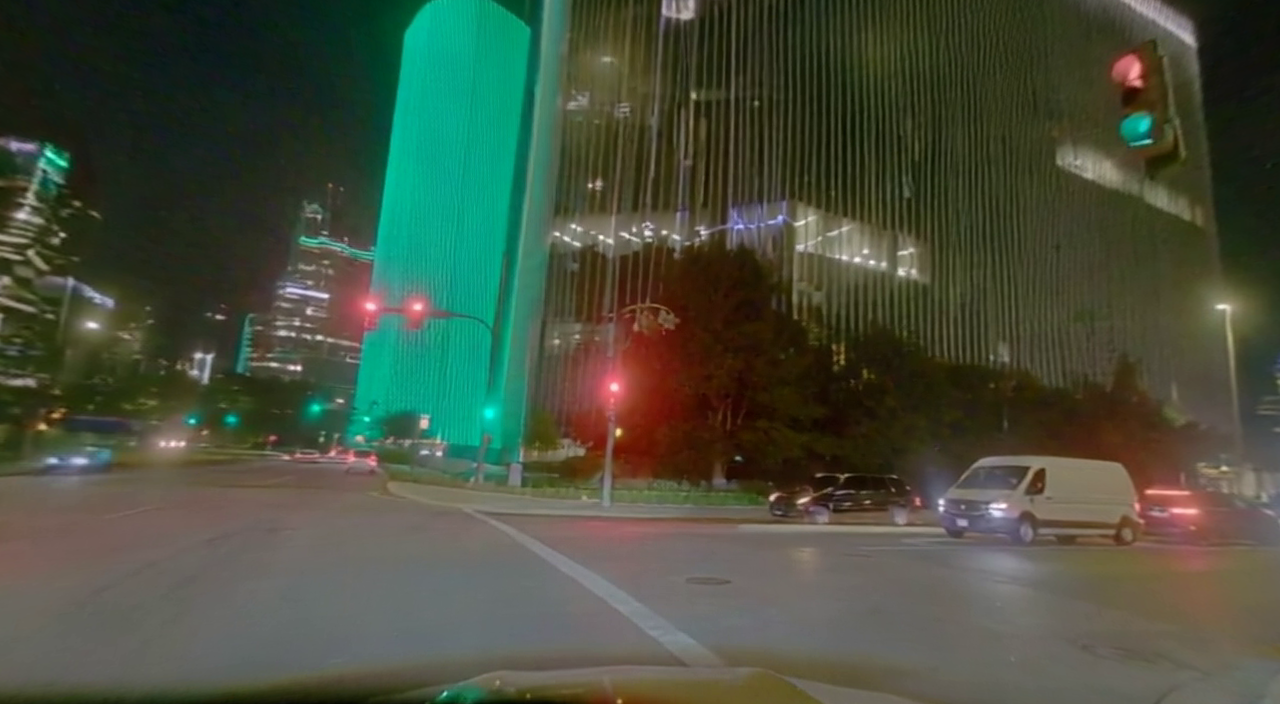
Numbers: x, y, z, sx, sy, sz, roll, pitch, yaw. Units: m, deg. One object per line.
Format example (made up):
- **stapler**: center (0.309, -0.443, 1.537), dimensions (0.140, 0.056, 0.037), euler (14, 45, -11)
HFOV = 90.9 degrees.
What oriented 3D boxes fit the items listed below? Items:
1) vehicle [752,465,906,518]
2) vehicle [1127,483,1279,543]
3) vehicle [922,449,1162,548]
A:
- **vehicle**: center (5.969, 4.373, 19.962), dimensions (4.470, 1.472, 1.868), euler (5, -10, -22)
- **vehicle**: center (16.650, 4.560, 18.214), dimensions (4.632, 1.495, 1.853), euler (5, -12, -23)
- **vehicle**: center (9.644, 3.432, 15.130), dimensions (5.252, 2.013, 2.104), euler (5, -12, -24)
